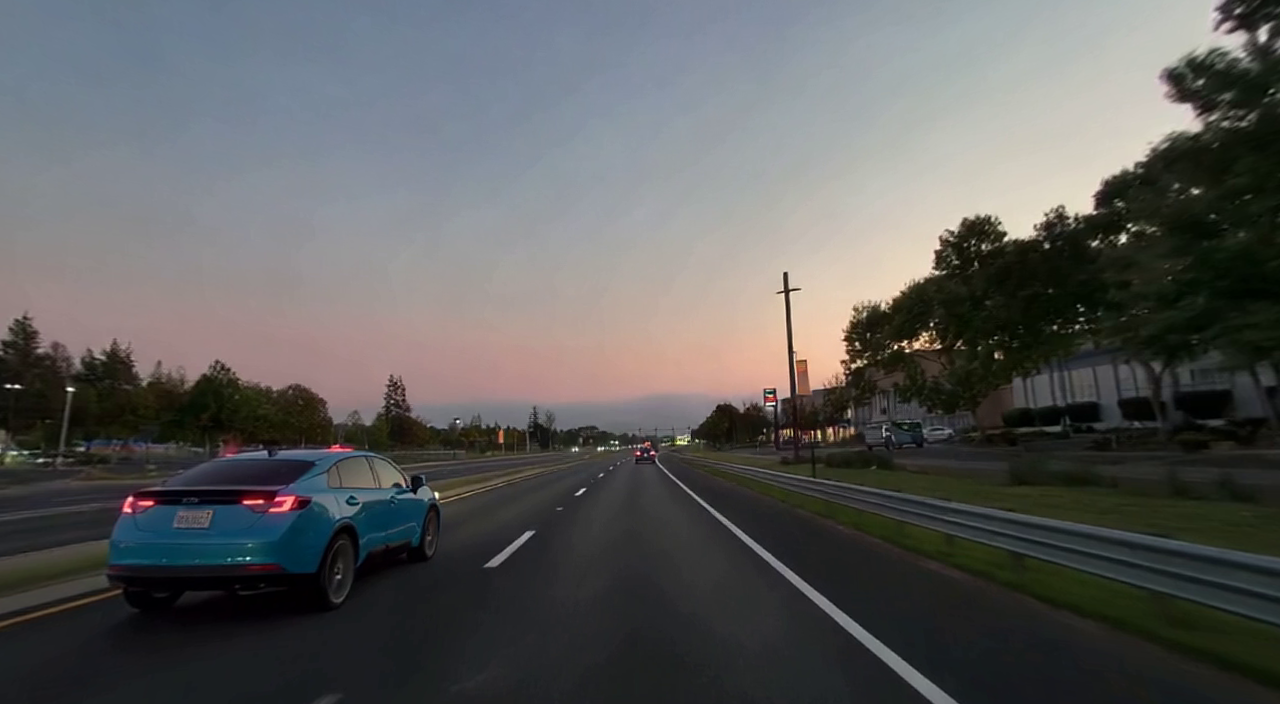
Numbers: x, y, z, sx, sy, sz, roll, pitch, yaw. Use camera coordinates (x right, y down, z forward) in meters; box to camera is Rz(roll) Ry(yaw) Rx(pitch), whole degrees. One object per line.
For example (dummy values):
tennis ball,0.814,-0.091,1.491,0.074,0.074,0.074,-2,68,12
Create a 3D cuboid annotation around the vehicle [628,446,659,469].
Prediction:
vehicle,0.269,7.291,43.770,2.014,1.507,3.960,0,-9,1
